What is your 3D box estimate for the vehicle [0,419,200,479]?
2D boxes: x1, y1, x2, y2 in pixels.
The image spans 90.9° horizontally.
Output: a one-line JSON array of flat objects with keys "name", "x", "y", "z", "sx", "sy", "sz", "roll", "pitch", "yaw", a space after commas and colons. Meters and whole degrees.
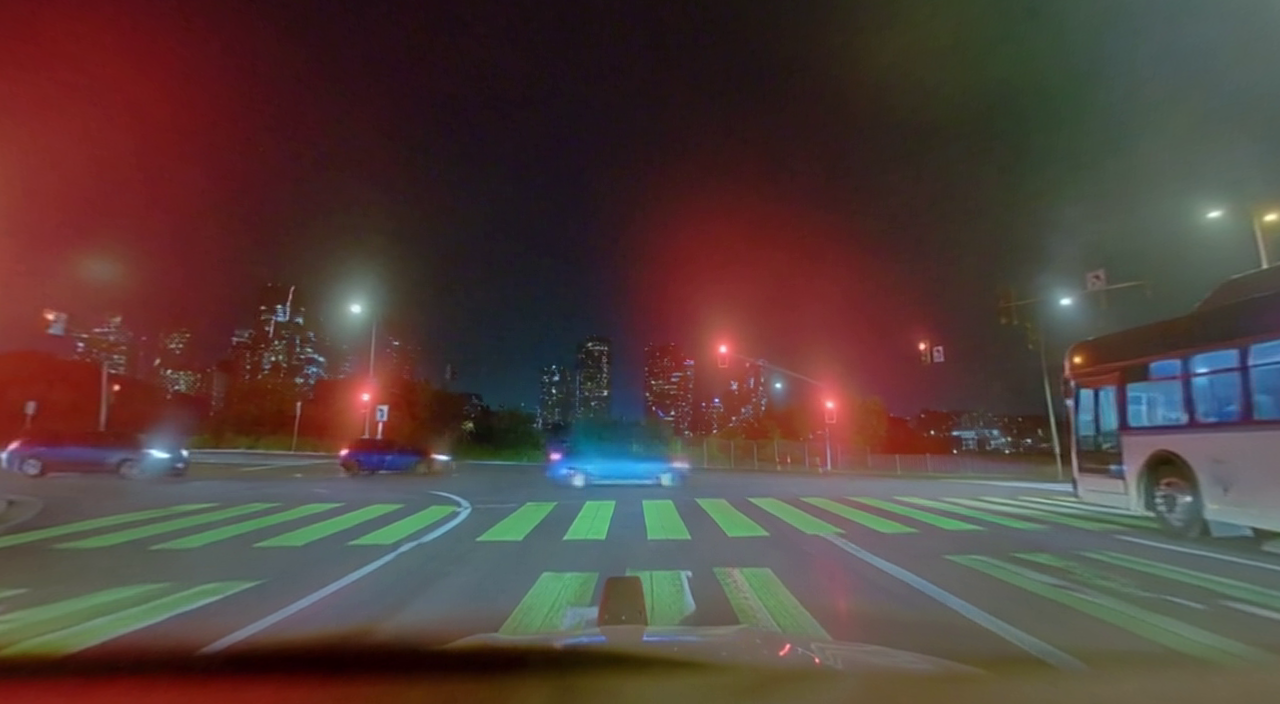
[{"name": "vehicle", "x": -16.775, "y": 2.996, "z": 19.570, "sx": 4.626, "sy": 1.710, "sz": 1.891, "roll": 3, "pitch": -9, "yaw": -18}]

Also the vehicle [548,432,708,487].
[{"name": "vehicle", "x": -0.407, "y": 3.627, "z": 21.270, "sx": 5.014, "sy": 1.675, "sz": 1.906, "roll": 4, "pitch": -9, "yaw": -18}]

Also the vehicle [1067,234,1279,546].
[{"name": "vehicle", "x": 9.574, "y": 0.151, "z": 5.895, "sx": 2.916, "sy": 4.009, "sz": 13.397, "roll": -1, "pitch": -9, "yaw": 5}]

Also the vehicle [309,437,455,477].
[{"name": "vehicle", "x": -10.212, "y": 4.180, "z": 25.398, "sx": 5.203, "sy": 1.488, "sz": 1.907, "roll": 3, "pitch": -9, "yaw": -18}]
